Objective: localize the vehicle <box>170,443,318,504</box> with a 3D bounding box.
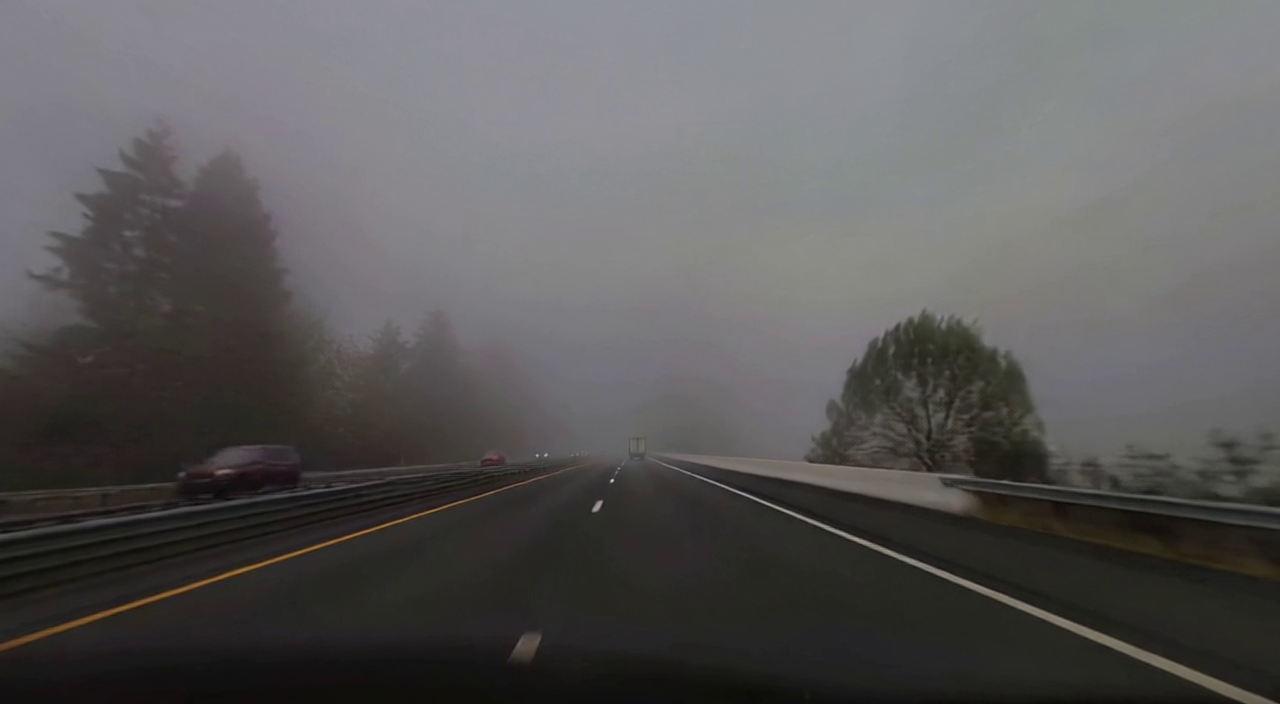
[{"bbox_3d":[-12.421,3.800,20.192,1.971,1.698,4.364,0,-9,-1],"label":"vehicle"}]
